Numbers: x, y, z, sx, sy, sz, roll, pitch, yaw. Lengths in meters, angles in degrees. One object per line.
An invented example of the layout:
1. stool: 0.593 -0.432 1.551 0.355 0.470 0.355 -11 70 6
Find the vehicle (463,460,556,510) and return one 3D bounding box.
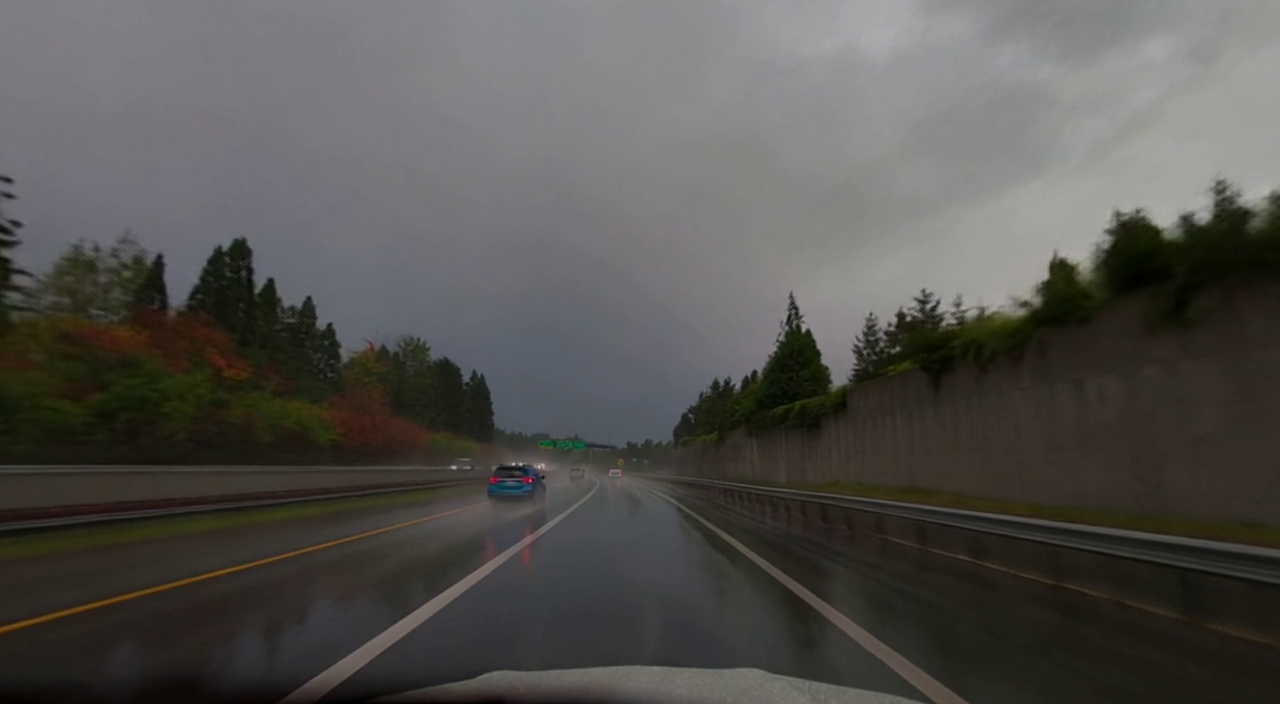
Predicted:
1. vehicle: -4.519 4.741 22.736 2.328 1.559 5.041 1 -11 -1
